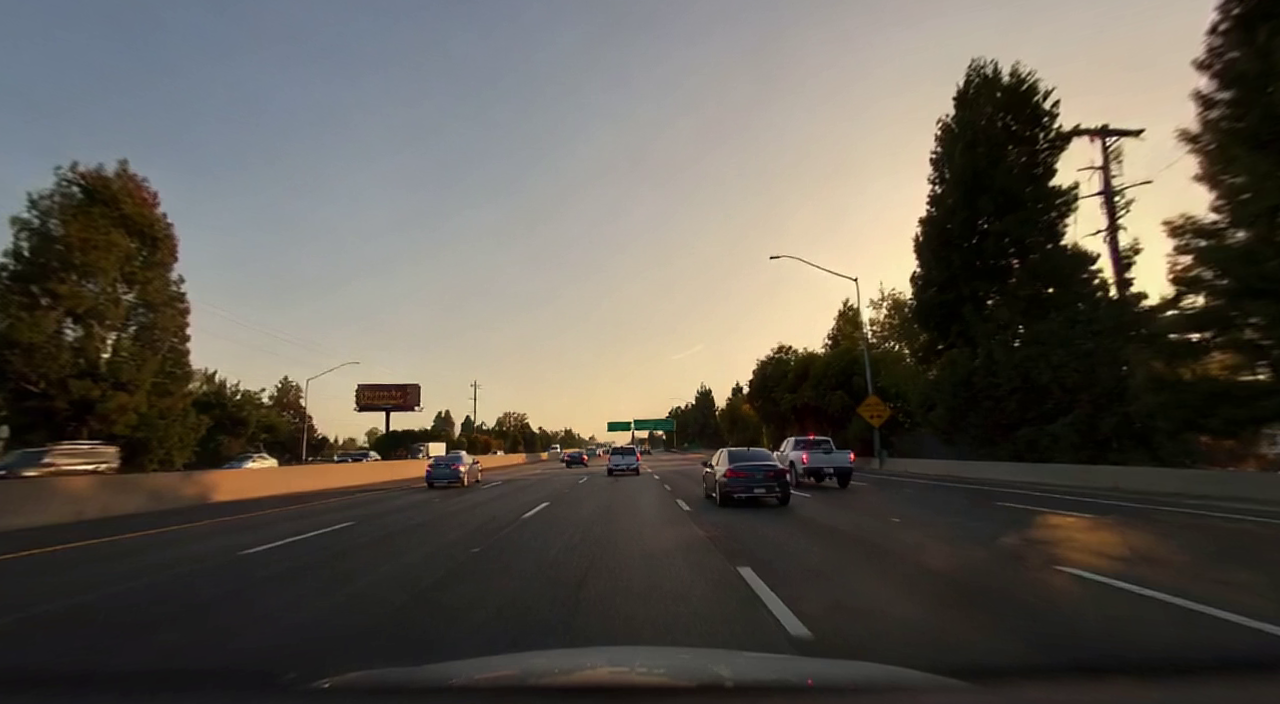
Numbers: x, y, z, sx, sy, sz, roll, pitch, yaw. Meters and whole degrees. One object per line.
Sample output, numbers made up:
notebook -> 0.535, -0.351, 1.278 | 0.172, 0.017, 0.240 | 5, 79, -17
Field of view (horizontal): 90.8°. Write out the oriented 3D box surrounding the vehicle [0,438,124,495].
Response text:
vehicle -> -19.460, 3.614, 20.309 | 1.878, 1.620, 4.561 | 0, -8, -1

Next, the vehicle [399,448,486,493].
vehicle -> -7.377, 4.433, 24.051 | 1.920, 1.482, 4.385 | 0, -8, 0

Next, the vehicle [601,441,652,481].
vehicle -> -0.620, 5.327, 31.156 | 2.323, 1.805, 4.729 | 0, -8, 0

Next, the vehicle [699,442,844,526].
vehicle -> 2.522, 2.646, 13.317 | 2.011, 1.462, 4.286 | 0, -8, -1

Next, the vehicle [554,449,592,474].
vehicle -> -4.216, 6.951, 40.355 | 1.935, 1.487, 4.076 | 0, -8, 0
